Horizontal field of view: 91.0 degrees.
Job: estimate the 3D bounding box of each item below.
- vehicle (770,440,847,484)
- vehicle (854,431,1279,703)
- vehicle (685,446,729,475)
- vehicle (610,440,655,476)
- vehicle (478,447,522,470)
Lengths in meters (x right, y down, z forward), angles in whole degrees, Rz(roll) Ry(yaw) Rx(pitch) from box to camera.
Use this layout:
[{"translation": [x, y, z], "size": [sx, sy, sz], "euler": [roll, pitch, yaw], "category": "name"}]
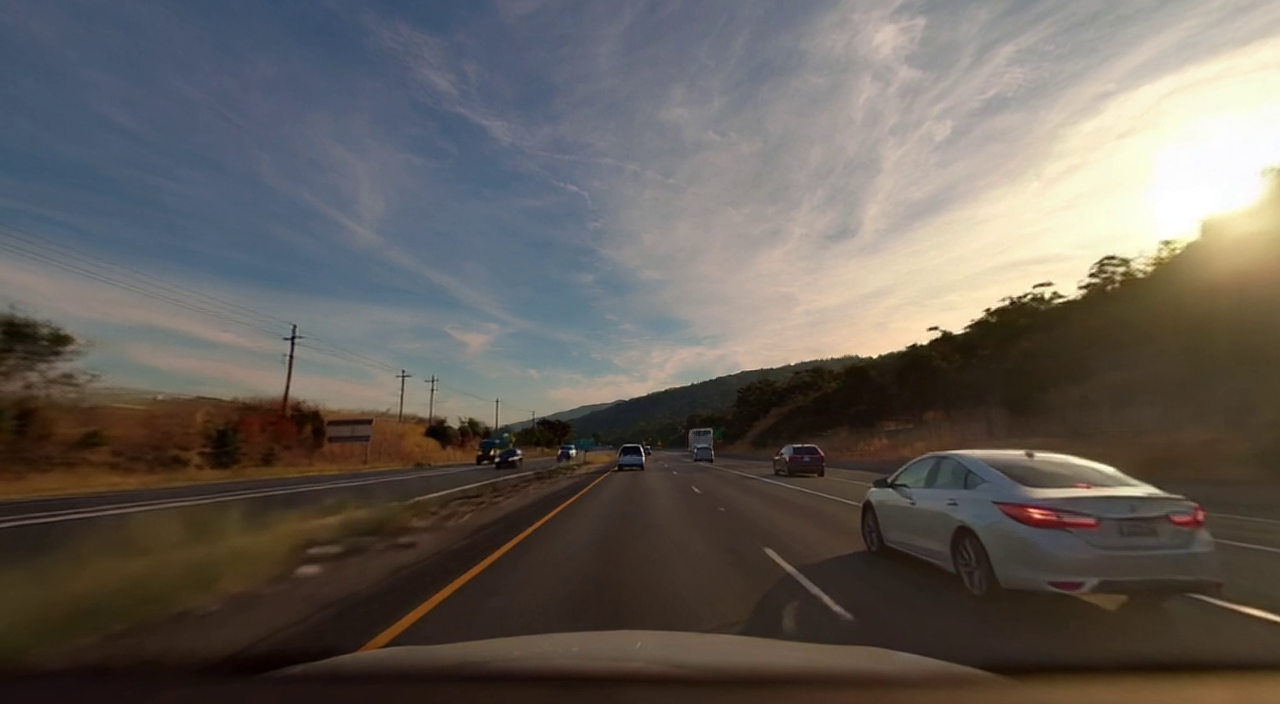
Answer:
[{"translation": [6.890, 4.545, 26.257], "size": [1.975, 1.650, 4.257], "euler": [1, -9, 0], "category": "vehicle"}, {"translation": [3.480, 1.459, 5.219], "size": [2.004, 1.471, 4.032], "euler": [0, -9, 0], "category": "vehicle"}, {"translation": [3.753, 6.132, 35.875], "size": [2.047, 1.540, 4.294], "euler": [0, -9, 0], "category": "vehicle"}, {"translation": [-0.332, 5.420, 32.381], "size": [2.142, 1.724, 4.344], "euler": [0, -9, 1], "category": "vehicle"}, {"translation": [-10.193, 7.753, 46.085], "size": [1.965, 1.542, 4.905], "euler": [0, -9, 2], "category": "vehicle"}]
